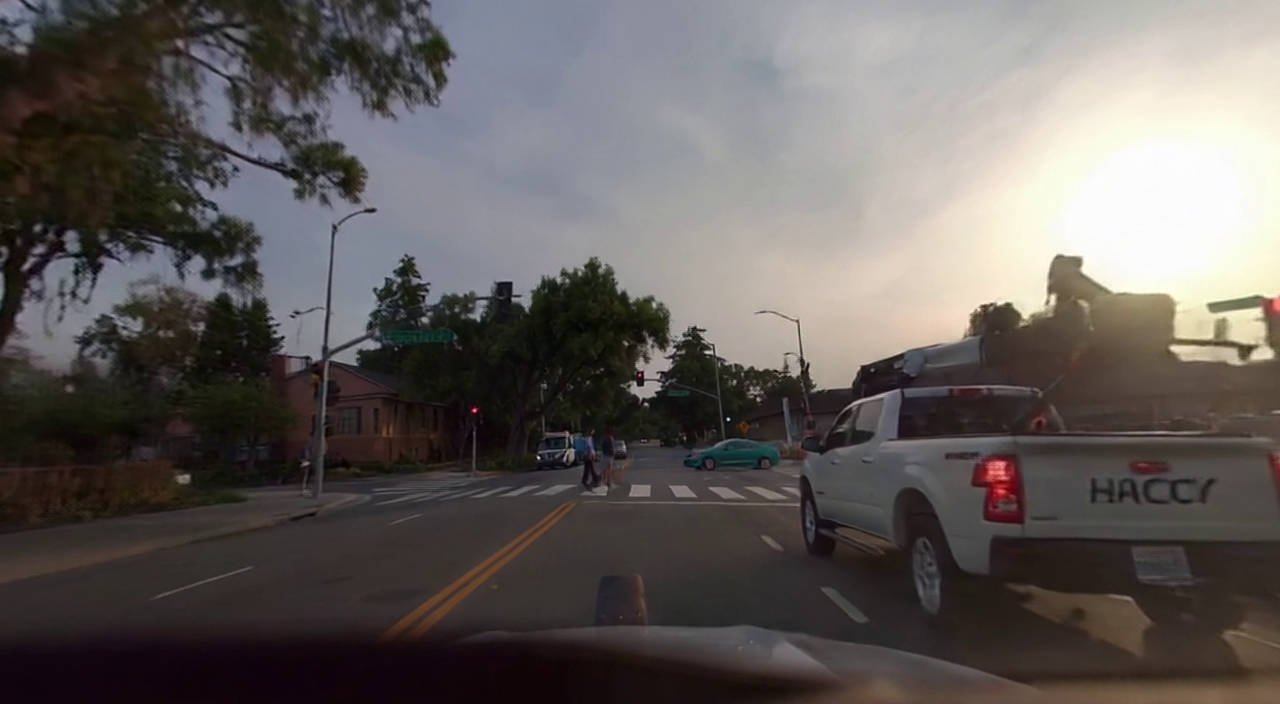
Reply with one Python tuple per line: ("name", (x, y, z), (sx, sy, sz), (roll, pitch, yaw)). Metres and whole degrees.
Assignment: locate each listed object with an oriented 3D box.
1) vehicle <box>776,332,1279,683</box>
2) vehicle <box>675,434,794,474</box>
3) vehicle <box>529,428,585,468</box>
("vehicle", (3.100, 1.278, 6.436), (2.177, 2.015, 5.463), (0, -8, 0))
("vehicle", (4.056, 4.442, 27.717), (4.771, 1.630, 1.979), (1, -9, -5))
("vehicle", (-5.721, 6.789, 44.764), (2.896, 2.560, 7.322), (0, -8, 0))
